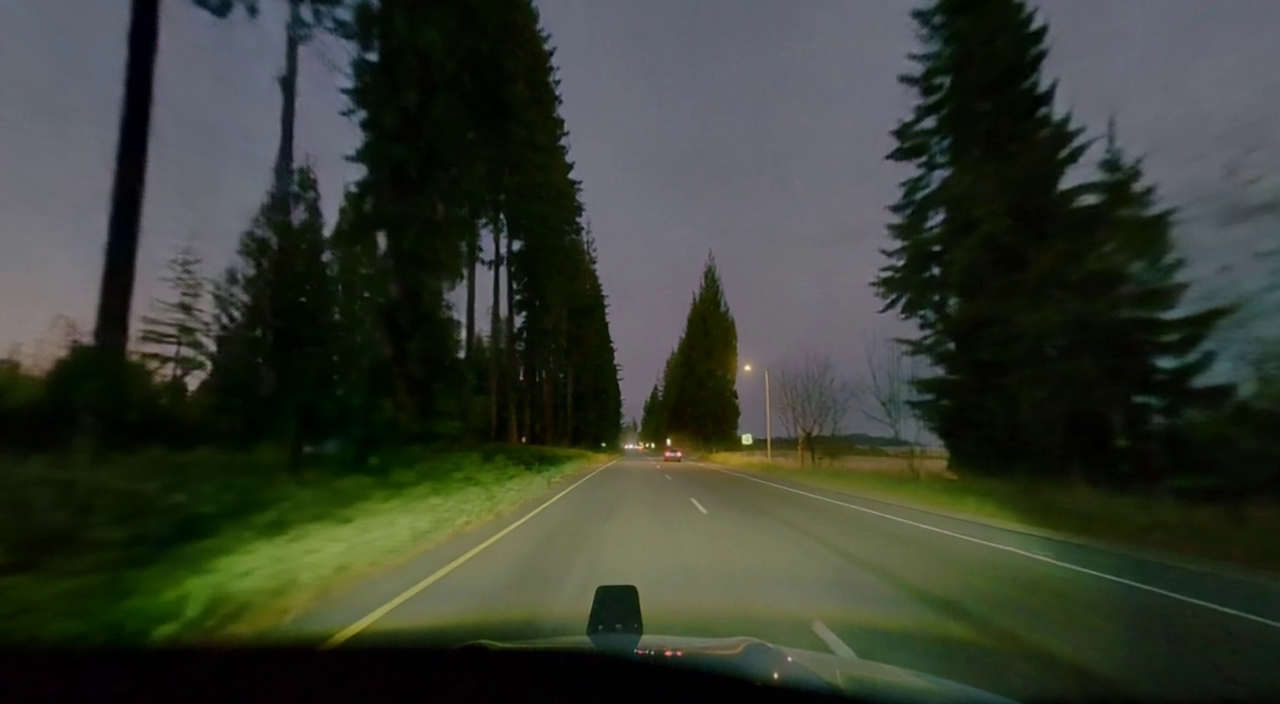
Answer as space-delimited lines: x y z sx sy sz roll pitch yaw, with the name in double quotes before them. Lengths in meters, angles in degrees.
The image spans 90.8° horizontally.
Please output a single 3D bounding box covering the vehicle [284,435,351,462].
"vehicle" -22.332 6.714 44.030 2.055 1.776 4.879 0 -9 0
